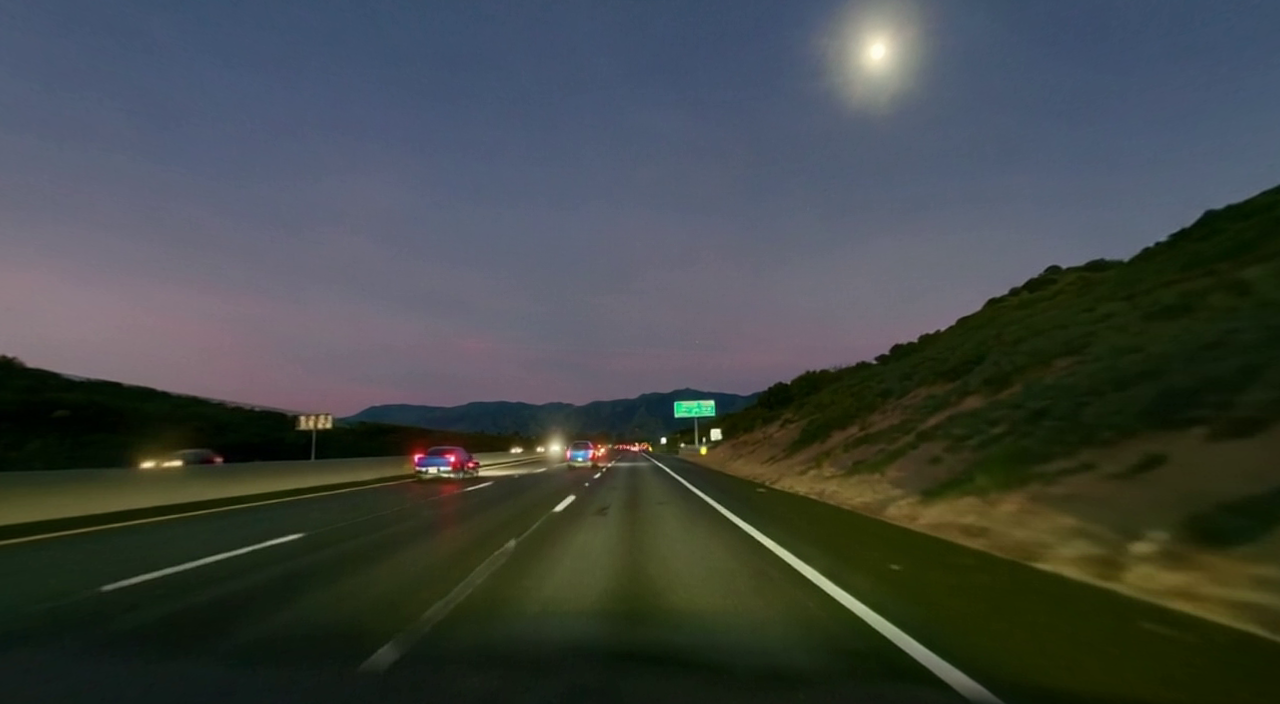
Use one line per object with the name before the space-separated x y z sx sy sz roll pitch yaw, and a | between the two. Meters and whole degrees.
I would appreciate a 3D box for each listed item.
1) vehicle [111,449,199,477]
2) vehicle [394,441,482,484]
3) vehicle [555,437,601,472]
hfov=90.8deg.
vehicle | -33.167 7.564 43.412 2.027 1.673 5.023 0 -8 -1
vehicle | -7.708 4.241 24.617 1.930 1.508 4.567 0 -9 0
vehicle | -3.281 5.551 34.296 2.029 1.753 4.718 0 -9 0
